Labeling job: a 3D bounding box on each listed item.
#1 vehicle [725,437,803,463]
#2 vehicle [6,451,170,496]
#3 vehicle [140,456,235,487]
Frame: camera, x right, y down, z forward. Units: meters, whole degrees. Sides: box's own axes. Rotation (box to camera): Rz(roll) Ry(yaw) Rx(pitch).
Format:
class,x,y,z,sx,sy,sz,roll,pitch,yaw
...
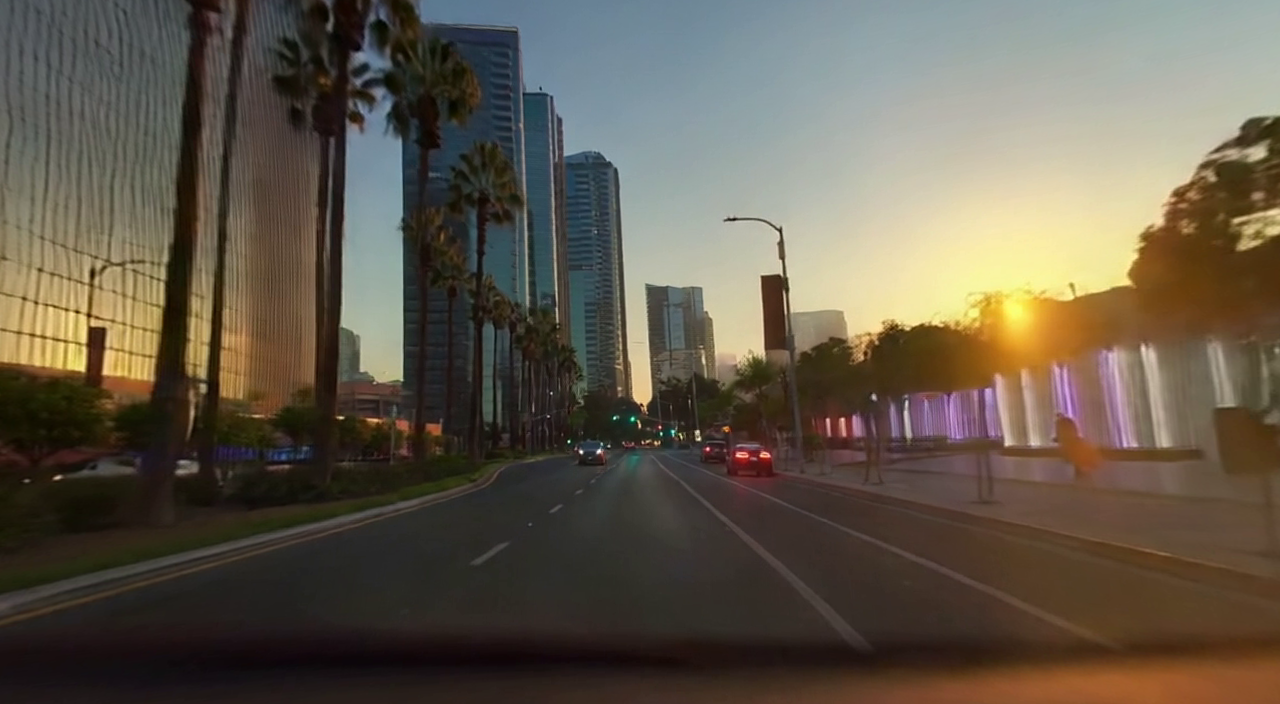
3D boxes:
class,x,y,z,sx,sy,sz,roll,pitch,yaw
vehicle,8.416,6.739,43.319,4.871,1.708,2.144,0,-9,-2
vehicle,-24.450,5.361,28.424,2.062,1.765,5.897,0,-8,0
vehicle,-24.037,6.335,33.765,1.751,1.424,4.506,0,-9,0
